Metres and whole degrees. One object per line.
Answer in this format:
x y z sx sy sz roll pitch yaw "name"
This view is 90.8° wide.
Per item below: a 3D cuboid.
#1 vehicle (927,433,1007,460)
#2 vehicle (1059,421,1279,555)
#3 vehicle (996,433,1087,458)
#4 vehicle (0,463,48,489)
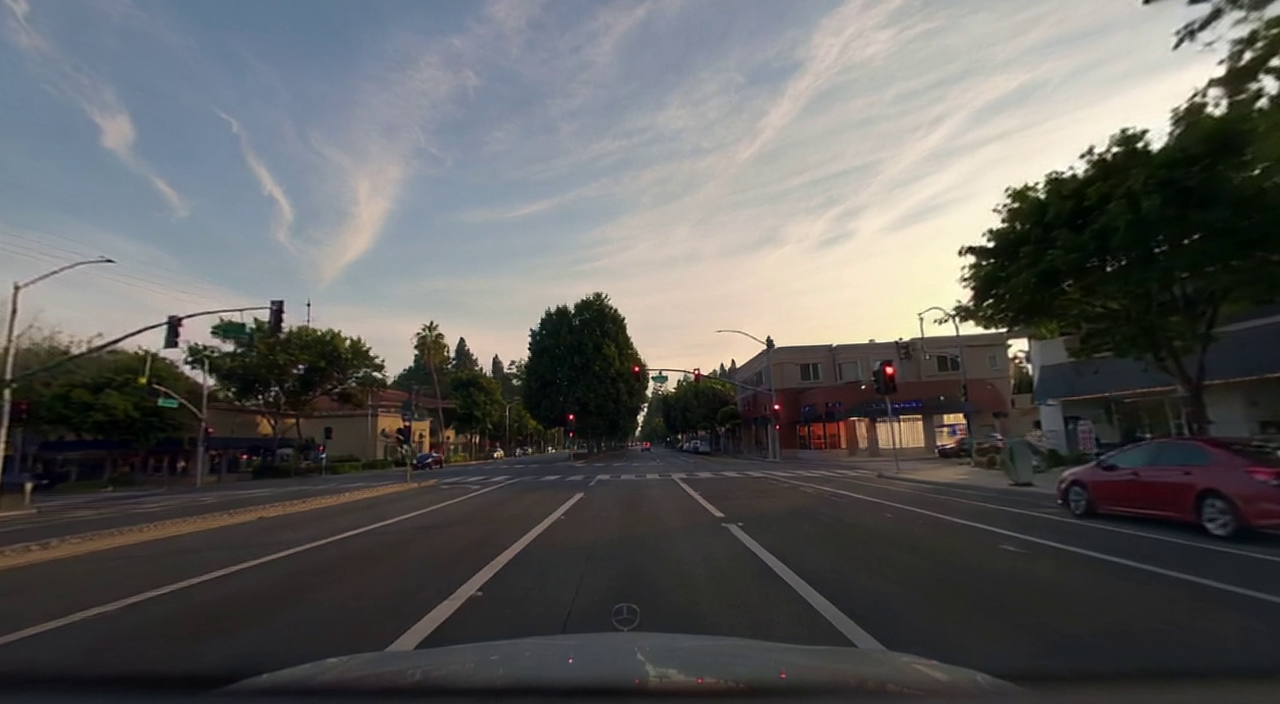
22.009 6.355 42.557 4.323 1.746 1.872 0 -9 -3 "vehicle"
8.162 1.774 8.739 1.943 1.485 3.984 0 -9 0 "vehicle"
27.282 6.355 43.016 4.910 1.644 2.032 1 -9 -5 "vehicle"
-48.888 9.612 49.080 1.805 1.823 3.876 0 -9 1 "vehicle"
